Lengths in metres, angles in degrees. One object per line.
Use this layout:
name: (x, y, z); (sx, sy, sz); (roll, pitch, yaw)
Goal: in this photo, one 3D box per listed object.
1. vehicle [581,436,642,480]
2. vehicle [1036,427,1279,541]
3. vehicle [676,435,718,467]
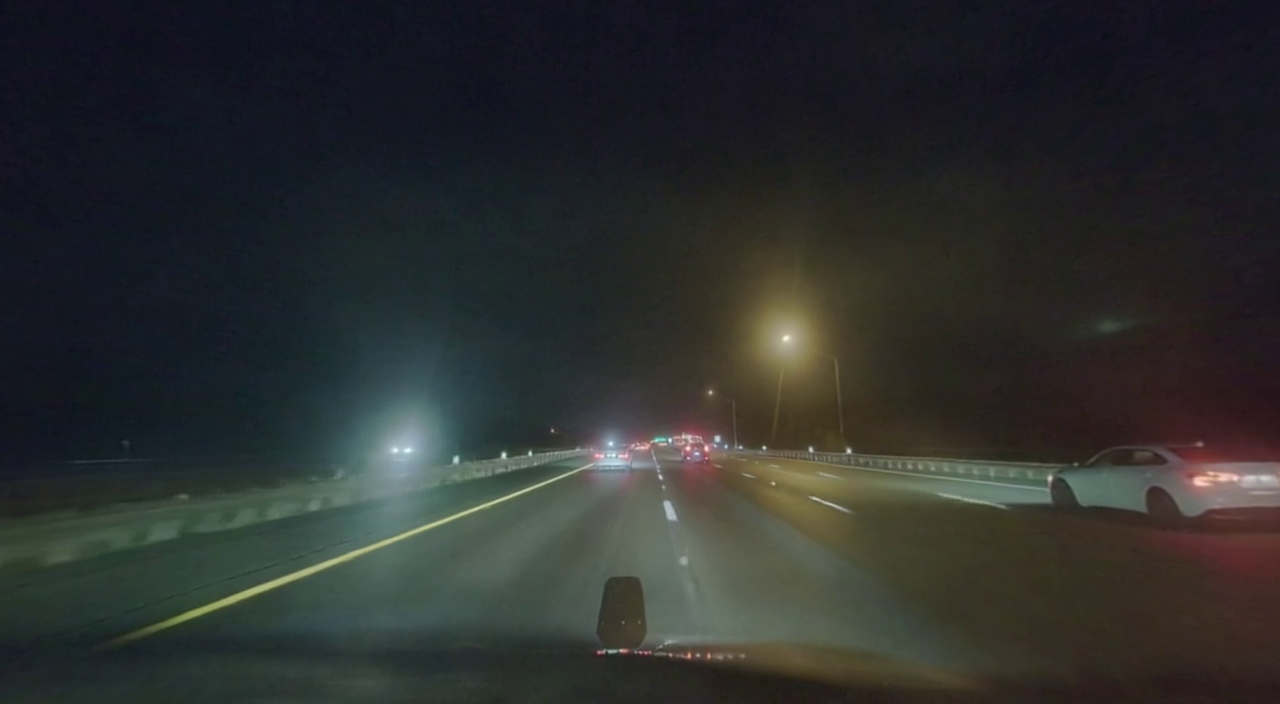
vehicle: (-1.019, 4.137, 24.732); (2.050, 1.546, 4.344); (-1, -8, 2)
vehicle: (9.393, 2.116, 10.864); (1.870, 1.493, 5.015); (0, -8, 1)
vehicle: (3.198, 5.678, 36.050); (2.063, 1.698, 4.355); (0, -8, 1)
